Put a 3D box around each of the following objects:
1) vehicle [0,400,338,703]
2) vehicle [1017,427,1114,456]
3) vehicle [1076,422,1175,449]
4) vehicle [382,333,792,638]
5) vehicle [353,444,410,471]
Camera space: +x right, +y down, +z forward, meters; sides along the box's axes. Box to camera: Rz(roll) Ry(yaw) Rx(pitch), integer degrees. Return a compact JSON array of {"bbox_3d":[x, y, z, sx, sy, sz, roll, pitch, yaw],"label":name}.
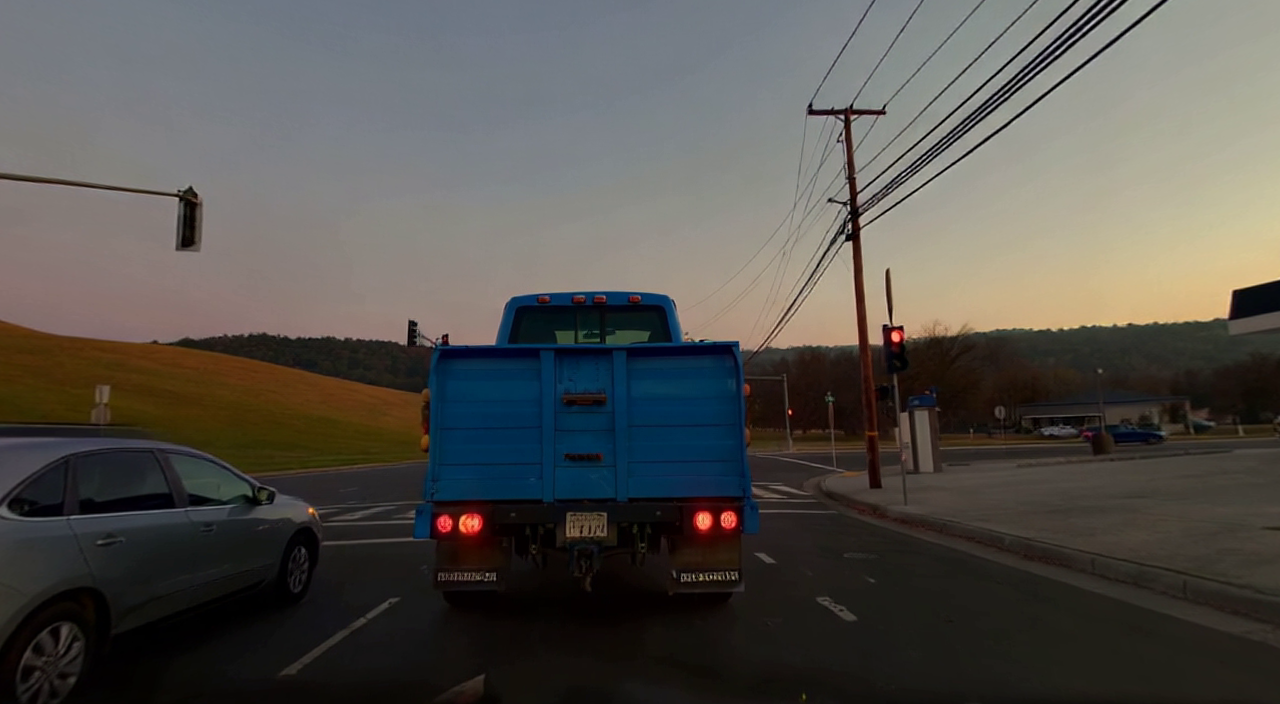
[{"bbox_3d":[-3.959,1.190,3.988,2.017,1.555,4.150,-1,-9,0],"label":"vehicle"},{"bbox_3d":[25.562,5.398,37.938,4.419,1.496,1.854,-2,-9,1],"label":"vehicle"},{"bbox_3d":[33.509,5.813,43.557,2.012,1.757,5.021,7,-11,-39],"label":"vehicle"},{"bbox_3d":[-0.422,1.325,7.216,2.859,2.144,5.406,0,-9,-1],"label":"vehicle"},{"bbox_3d":[-17.121,7.014,41.920,2.133,1.690,4.331,0,-9,-3],"label":"vehicle"}]
